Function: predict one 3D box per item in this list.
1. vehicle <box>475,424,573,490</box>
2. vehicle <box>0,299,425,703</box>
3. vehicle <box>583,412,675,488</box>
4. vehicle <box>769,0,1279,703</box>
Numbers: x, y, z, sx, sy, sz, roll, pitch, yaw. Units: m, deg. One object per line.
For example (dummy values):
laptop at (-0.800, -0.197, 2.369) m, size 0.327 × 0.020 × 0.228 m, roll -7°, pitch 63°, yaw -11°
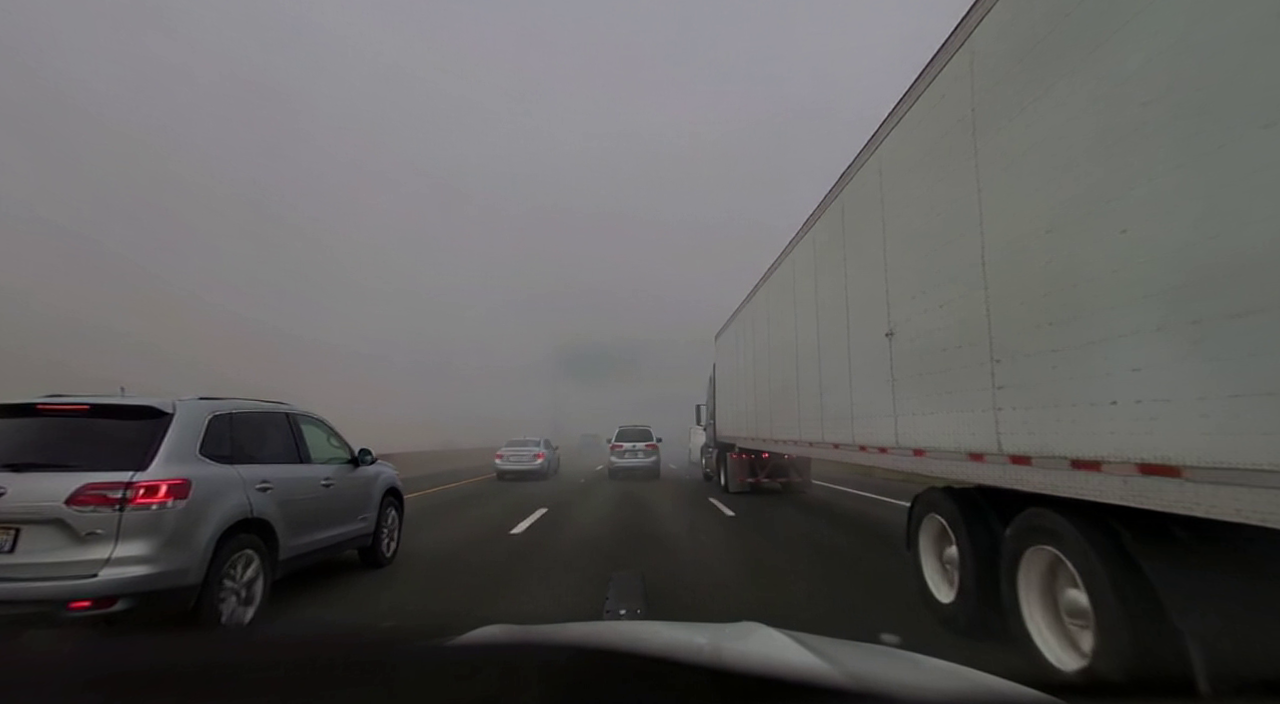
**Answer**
vehicle at (-3.497, 3.277, 19.975) m, size 2.120 × 1.812 × 4.659 m, roll 0°, pitch -8°, yaw 1°
vehicle at (-3.430, 1.017, 4.286) m, size 2.193 × 1.803 × 4.958 m, roll 0°, pitch -8°, yaw 0°
vehicle at (-0.343, 3.307, 21.504) m, size 2.704 × 2.216 × 5.804 m, roll 0°, pitch -8°, yaw -1°
vehicle at (3.661, -0.305, 2.753) m, size 2.852 × 4.121 × 16.210 m, roll 0°, pitch -8°, yaw 0°
